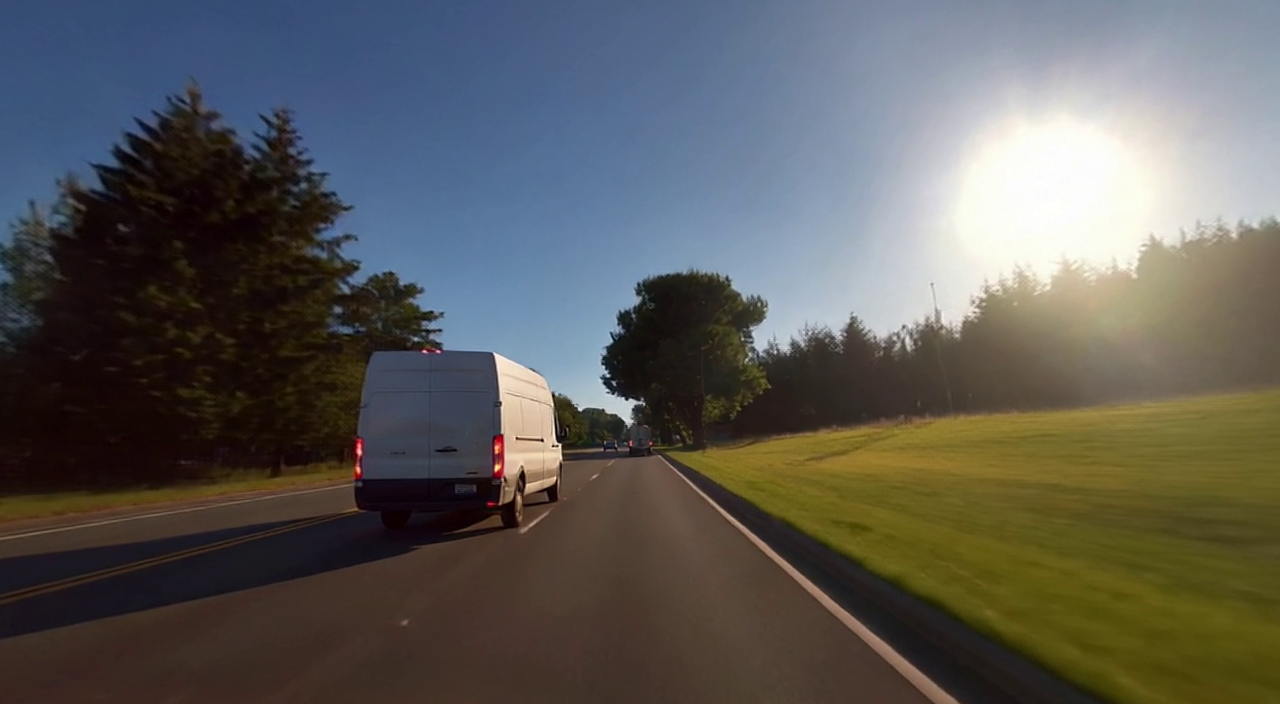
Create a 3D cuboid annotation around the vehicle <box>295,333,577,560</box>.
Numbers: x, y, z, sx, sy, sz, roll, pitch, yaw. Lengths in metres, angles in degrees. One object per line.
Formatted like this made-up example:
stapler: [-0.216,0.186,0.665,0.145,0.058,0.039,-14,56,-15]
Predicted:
vehicle: [-2.661,1.502,10.365,2.497,2.628,6.016,0,-8,1]
